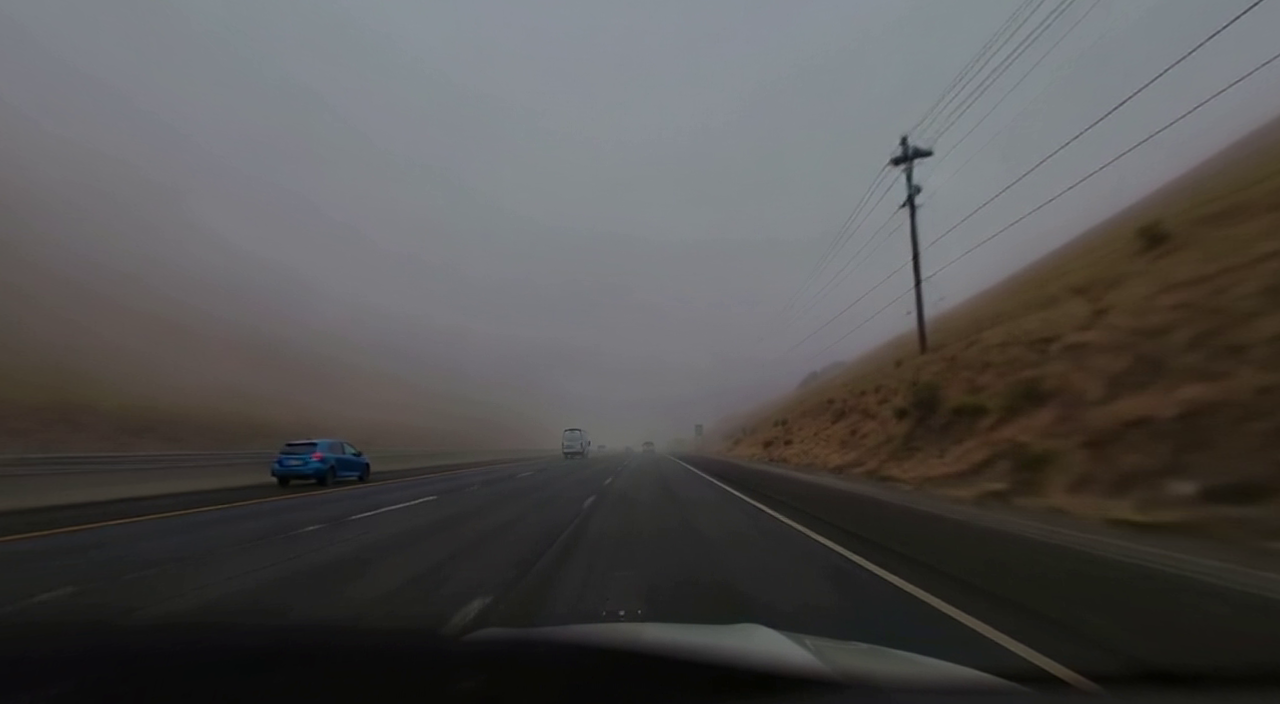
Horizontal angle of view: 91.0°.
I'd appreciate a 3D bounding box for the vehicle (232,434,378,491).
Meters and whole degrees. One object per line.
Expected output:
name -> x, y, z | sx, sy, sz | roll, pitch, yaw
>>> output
vehicle -> -10.455, 3.479, 20.199 | 1.971, 1.558, 4.847 | 0, -9, 0
